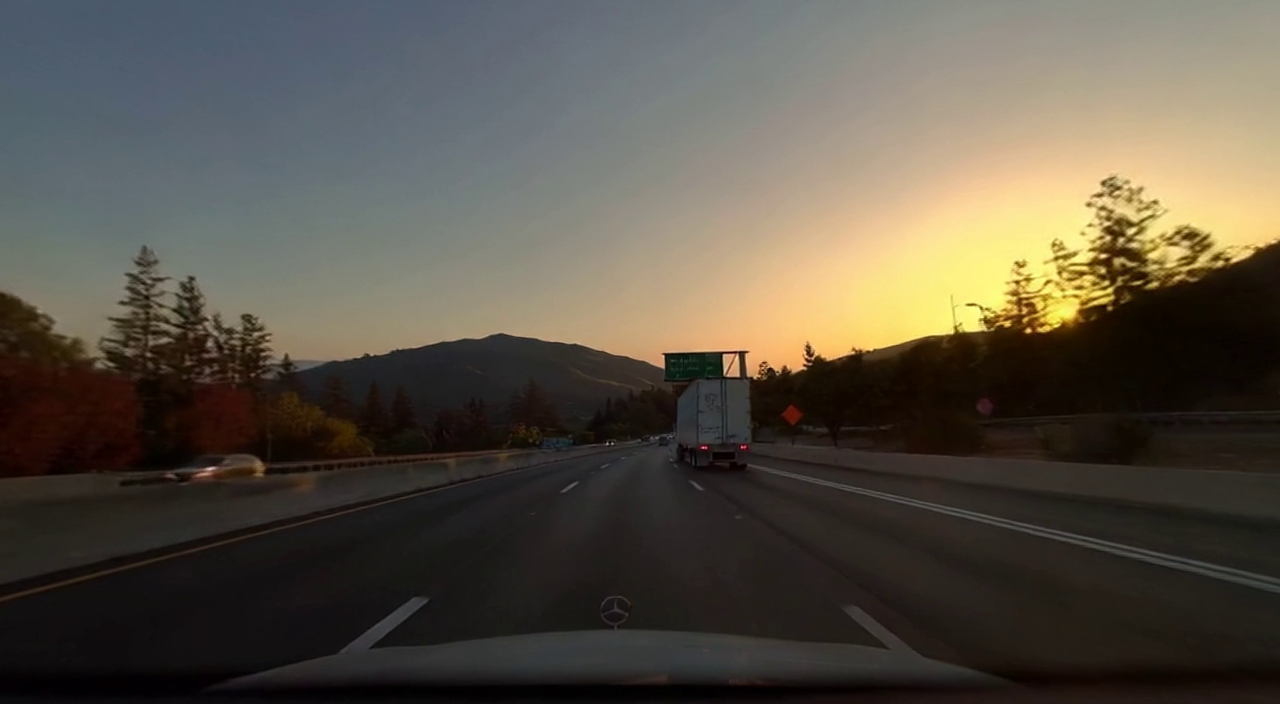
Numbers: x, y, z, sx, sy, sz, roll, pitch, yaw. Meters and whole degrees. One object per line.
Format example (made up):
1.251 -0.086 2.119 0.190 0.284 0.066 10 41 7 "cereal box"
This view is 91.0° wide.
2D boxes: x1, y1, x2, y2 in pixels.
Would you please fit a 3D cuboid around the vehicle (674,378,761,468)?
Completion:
3.917 4.236 35.996 2.960 4.099 14.097 0 -8 -1 "vehicle"

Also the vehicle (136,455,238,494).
-19.319 5.202 27.015 1.688 1.419 3.582 0 -8 0 "vehicle"
